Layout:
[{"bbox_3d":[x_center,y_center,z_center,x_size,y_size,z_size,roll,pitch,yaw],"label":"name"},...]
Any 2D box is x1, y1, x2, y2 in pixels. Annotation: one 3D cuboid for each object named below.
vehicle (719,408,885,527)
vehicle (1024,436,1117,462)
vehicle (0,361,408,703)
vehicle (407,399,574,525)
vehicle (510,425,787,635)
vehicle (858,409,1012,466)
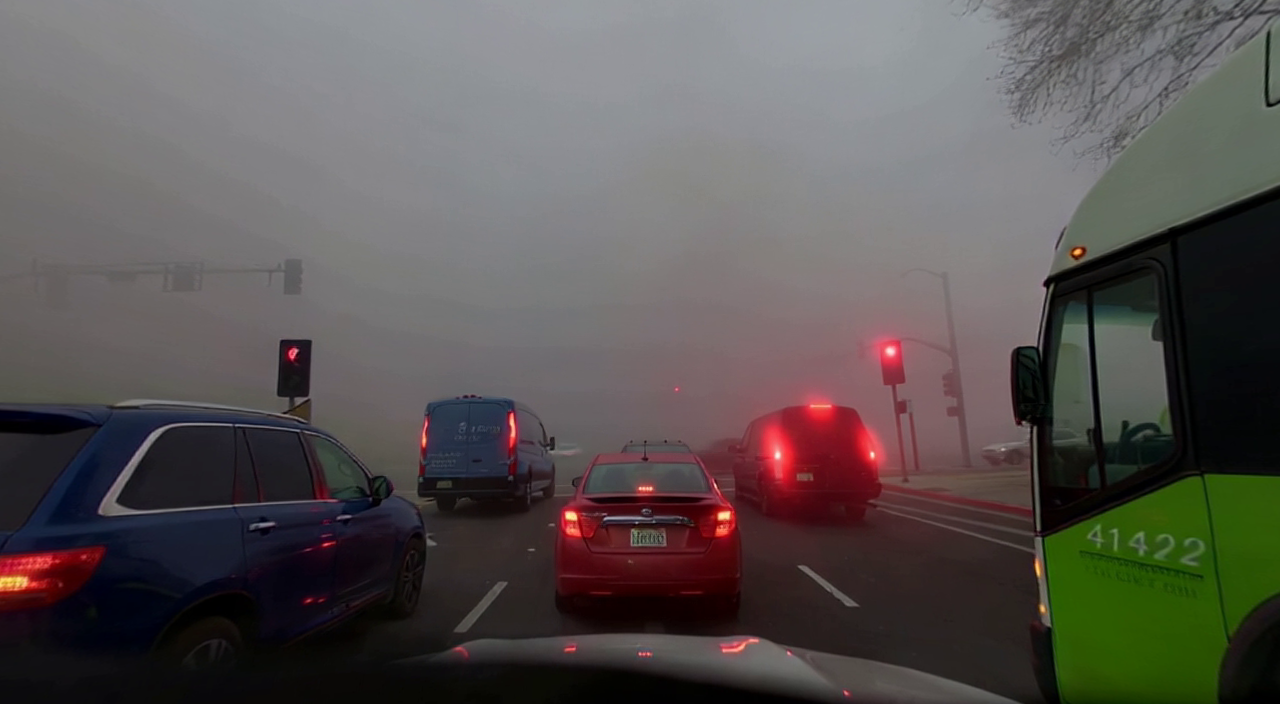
[{"bbox_3d":[3.143,2.403,13.678,2.143,2.036,5.367,0,-8,0],"label":"vehicle"},{"bbox_3d":[25.832,5.831,38.005,4.229,1.489,1.794,0,-8,-1],"label":"vehicle"},{"bbox_3d":[-3.419,1.178,4.625,1.921,1.701,3.989,0,-8,-1],"label":"vehicle"},{"bbox_3d":[-2.947,2.352,13.956,2.335,2.221,5.165,0,-8,1],"label":"vehicle"},{"bbox_3d":[0.055,1.550,6.412,1.976,1.485,3.624,0,-8,0],"label":"vehicle"},{"bbox_3d":[17.564,5.138,37.934,7.839,3.213,2.628,0,-9,-3],"label":"vehicle"}]
